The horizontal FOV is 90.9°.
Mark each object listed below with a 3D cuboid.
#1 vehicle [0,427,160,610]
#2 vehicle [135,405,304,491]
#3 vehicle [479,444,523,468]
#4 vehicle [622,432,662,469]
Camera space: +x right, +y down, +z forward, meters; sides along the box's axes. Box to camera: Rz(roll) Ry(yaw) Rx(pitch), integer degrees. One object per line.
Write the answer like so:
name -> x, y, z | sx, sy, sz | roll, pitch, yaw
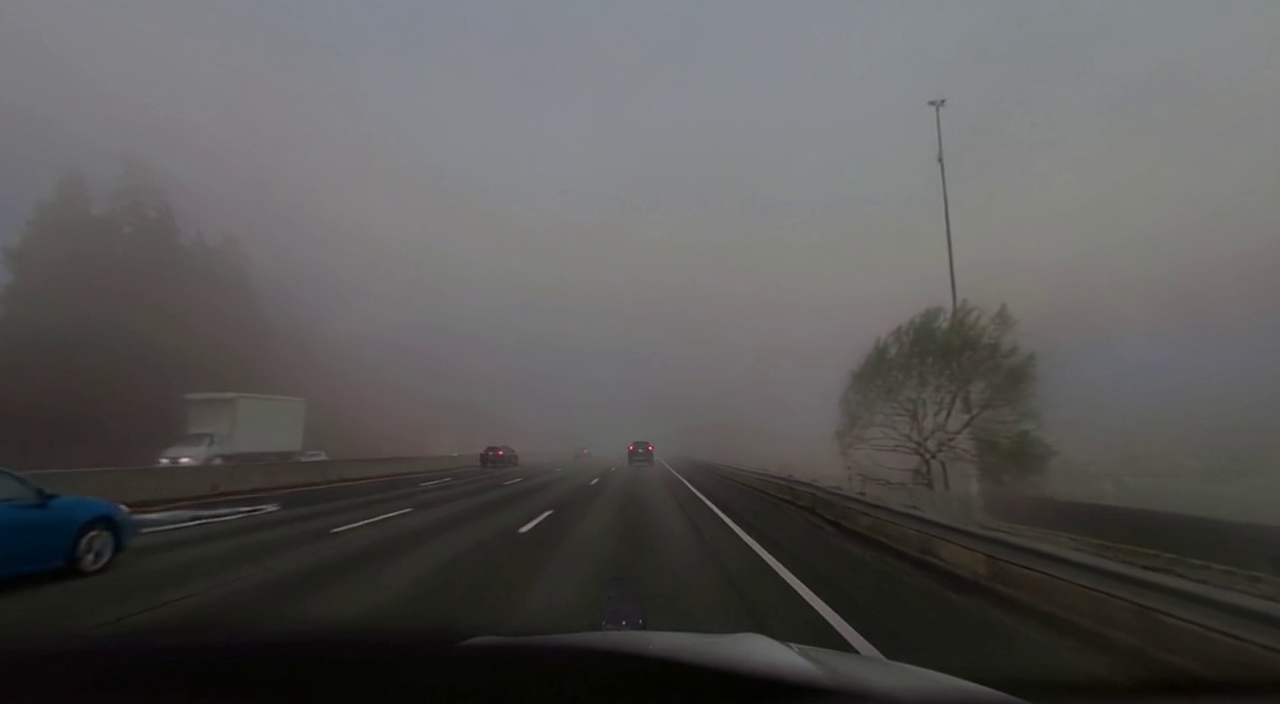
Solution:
vehicle -> -6.633, 1.383, 5.024 | 2.116, 1.570, 4.377 | 0, -8, 0
vehicle -> -14.184, 3.313, 21.792 | 2.499, 2.625, 4.804 | 0, -9, -1
vehicle -> -10.122, 7.587, 46.140 | 2.037, 1.661, 4.885 | 0, -8, 1
vehicle -> 0.103, 6.153, 39.491 | 2.318, 2.145, 4.561 | 0, -8, 0
